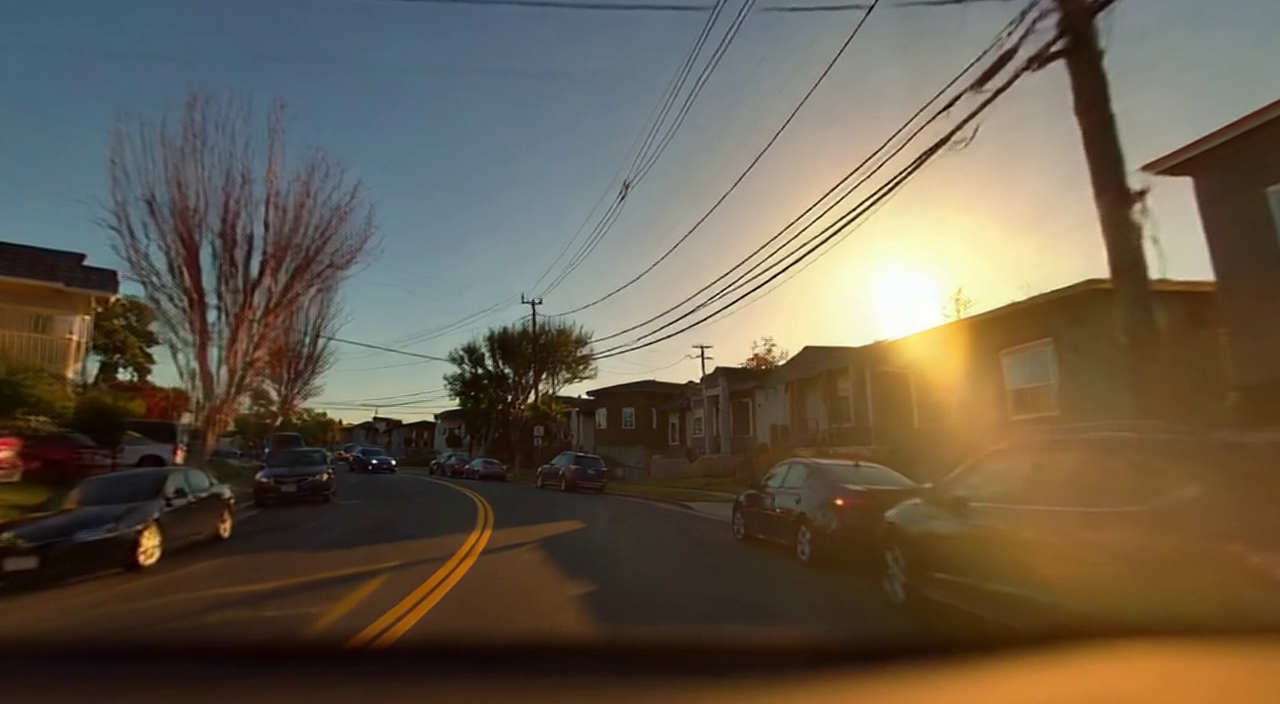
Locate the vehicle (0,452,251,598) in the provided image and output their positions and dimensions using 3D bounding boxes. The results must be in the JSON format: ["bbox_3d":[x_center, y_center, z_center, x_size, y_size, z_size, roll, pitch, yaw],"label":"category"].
[{"bbox_3d":[-7.279,2.205,8.658,2.003,1.447,3.642,-4,-8,-8],"label":"vehicle"}]

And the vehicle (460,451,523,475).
[{"bbox_3d":[-11.019,8.217,47.001,2.023,1.586,4.163,-8,-10,38],"label":"vehicle"}]

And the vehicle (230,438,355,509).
[{"bbox_3d":[-9.399,3.258,17.518,2.023,1.674,4.556,3,-9,-16],"label":"vehicle"}]

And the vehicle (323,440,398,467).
[{"bbox_3d":[-21.550,7.820,48.689,5.504,1.869,2.449,-5,-15,33],"label":"vehicle"}]

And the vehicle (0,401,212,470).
[{"bbox_3d":[-17.292,2.674,20.044,5.822,1.956,2.355,5,-10,-29],"label":"vehicle"}]

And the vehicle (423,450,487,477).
[{"bbox_3d":[-11.620,6.921,39.560,1.923,1.531,4.568,8,-11,-42],"label":"vehicle"}]

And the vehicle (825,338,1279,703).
[{"bbox_3d":[2.992,1.105,3.858,1.974,1.769,4.610,1,-9,-5],"label":"vehicle"}]

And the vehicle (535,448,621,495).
[{"bbox_3d":[-2.647,4.830,25.900,1.994,1.682,4.750,7,-11,-24],"label":"vehicle"}]
